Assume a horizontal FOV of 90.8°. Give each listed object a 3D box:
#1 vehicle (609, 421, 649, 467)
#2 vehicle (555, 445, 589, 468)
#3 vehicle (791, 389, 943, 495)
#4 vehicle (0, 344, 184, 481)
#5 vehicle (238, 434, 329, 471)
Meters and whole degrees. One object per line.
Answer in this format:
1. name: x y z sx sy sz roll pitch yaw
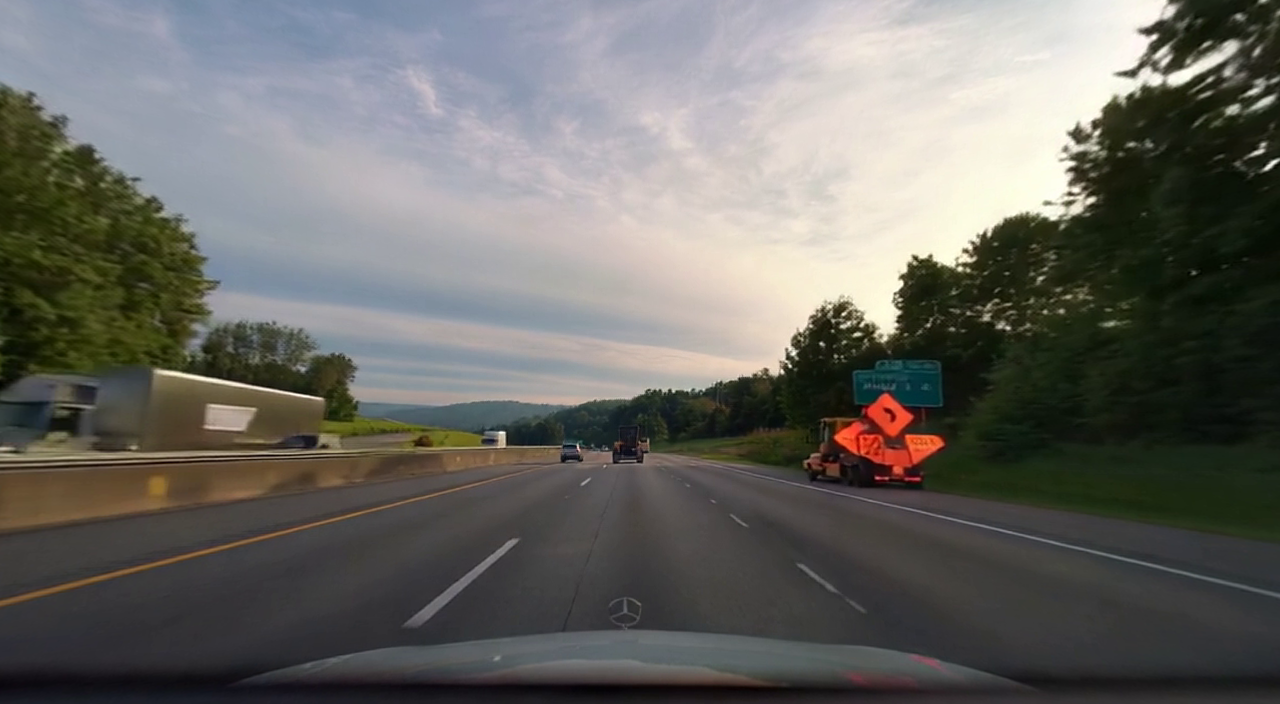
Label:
1. vehicle: -0.851 6.689 45.693 2.672 3.056 6.900 0 -9 -2
2. vehicle: -4.666 7.213 43.811 1.991 1.484 4.110 0 -9 -1
3. vehicle: 6.913 2.900 20.242 2.419 2.874 6.010 0 -9 -2
4. vehicle: -18.905 2.147 20.958 2.930 3.933 5.854 0 -9 -1
5. vehicle: -15.392 4.378 27.481 1.773 1.465 3.804 0 -9 -1
